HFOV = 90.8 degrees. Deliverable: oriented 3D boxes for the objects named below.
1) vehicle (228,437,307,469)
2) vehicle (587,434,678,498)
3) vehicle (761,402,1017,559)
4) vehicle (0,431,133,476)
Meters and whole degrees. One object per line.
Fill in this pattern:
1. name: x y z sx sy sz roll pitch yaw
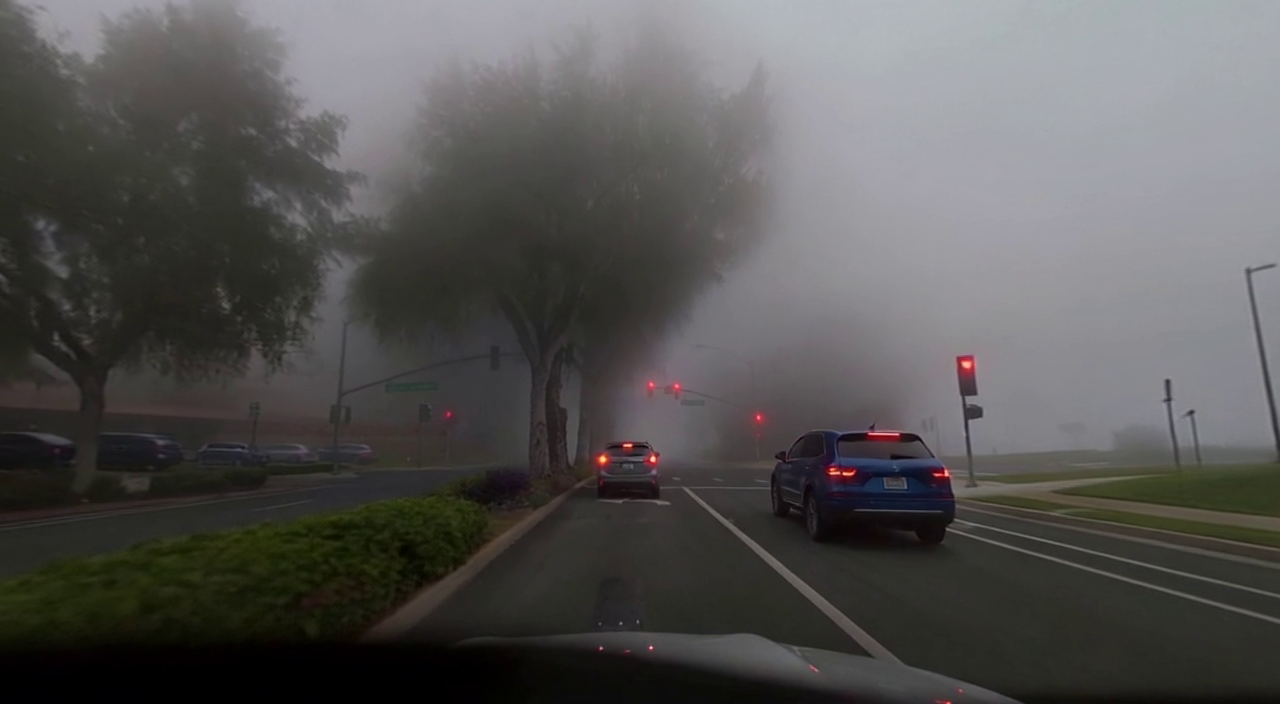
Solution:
1. vehicle: -28.465 7.728 48.282 4.943 2.110 2.217 3 -11 -36
2. vehicle: -0.183 3.095 17.573 2.177 1.512 4.682 0 -9 0
3. vehicle: 3.257 1.794 9.439 2.046 1.768 4.370 0 -9 0
4. vehicle: -28.722 5.027 31.420 4.957 2.108 2.246 5 -10 -29
